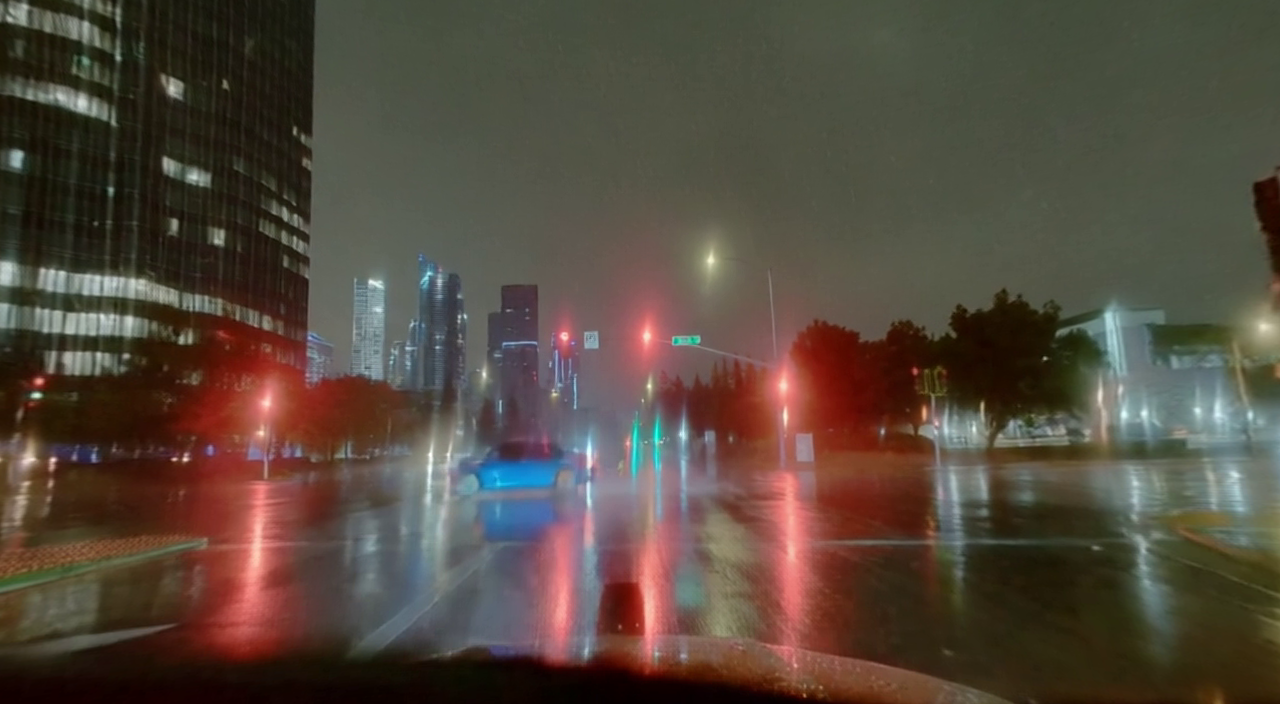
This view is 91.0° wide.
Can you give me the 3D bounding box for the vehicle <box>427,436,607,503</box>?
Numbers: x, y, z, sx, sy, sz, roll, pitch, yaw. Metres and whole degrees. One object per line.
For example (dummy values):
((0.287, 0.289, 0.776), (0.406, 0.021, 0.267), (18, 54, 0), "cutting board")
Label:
((-3.248, 3.083, 16.881), (4.218, 1.572, 2.065), (5, -10, -31), "vehicle")
